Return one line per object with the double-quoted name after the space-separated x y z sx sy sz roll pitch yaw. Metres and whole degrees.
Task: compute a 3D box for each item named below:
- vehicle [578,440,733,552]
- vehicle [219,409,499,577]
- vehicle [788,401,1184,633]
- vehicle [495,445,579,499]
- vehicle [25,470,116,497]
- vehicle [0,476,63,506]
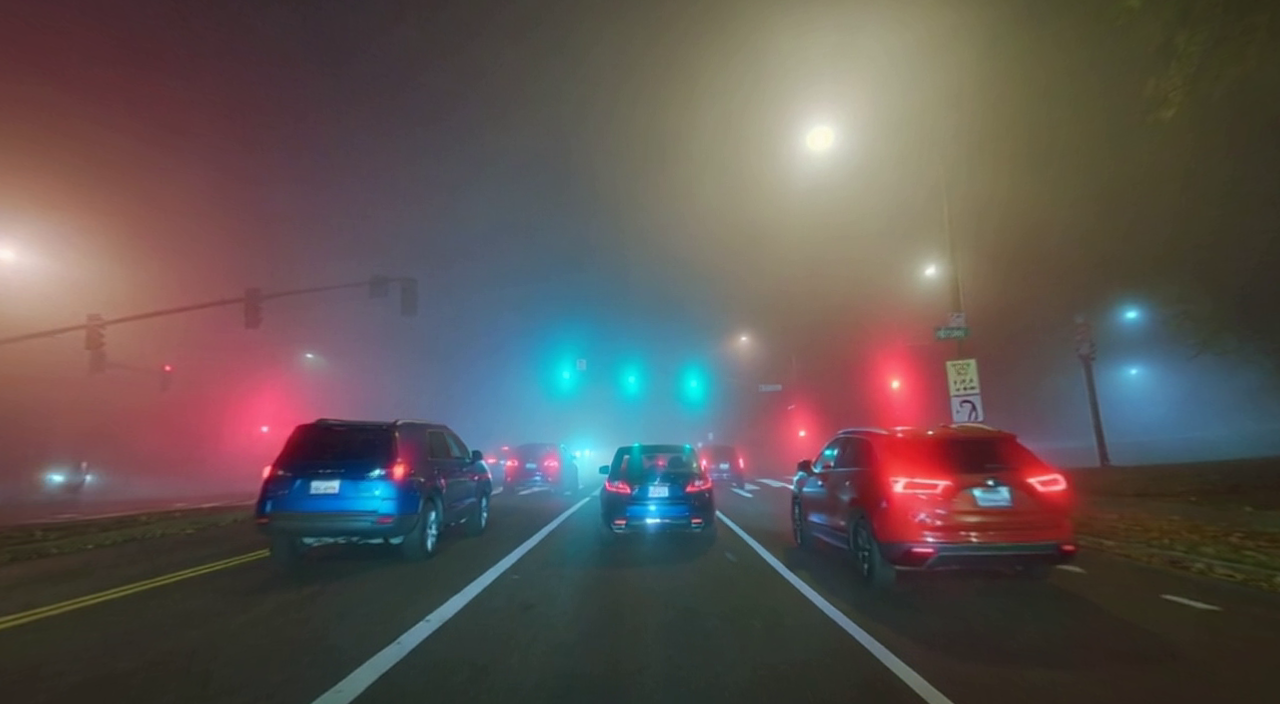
0.161 2.192 10.325 2.051 1.460 3.932 0 -8 -1 "vehicle"
-3.479 1.812 8.872 1.889 1.767 4.289 0 -8 1 "vehicle"
3.153 1.579 7.073 1.880 1.747 4.500 0 -8 0 "vehicle"
-3.120 3.704 19.854 1.868 1.516 4.114 0 -8 1 "vehicle"
-39.679 9.146 43.780 4.659 1.763 1.857 -1 -8 6 "vehicle"
-34.678 7.548 34.280 4.401 1.464 1.980 0 -8 2 "vehicle"
